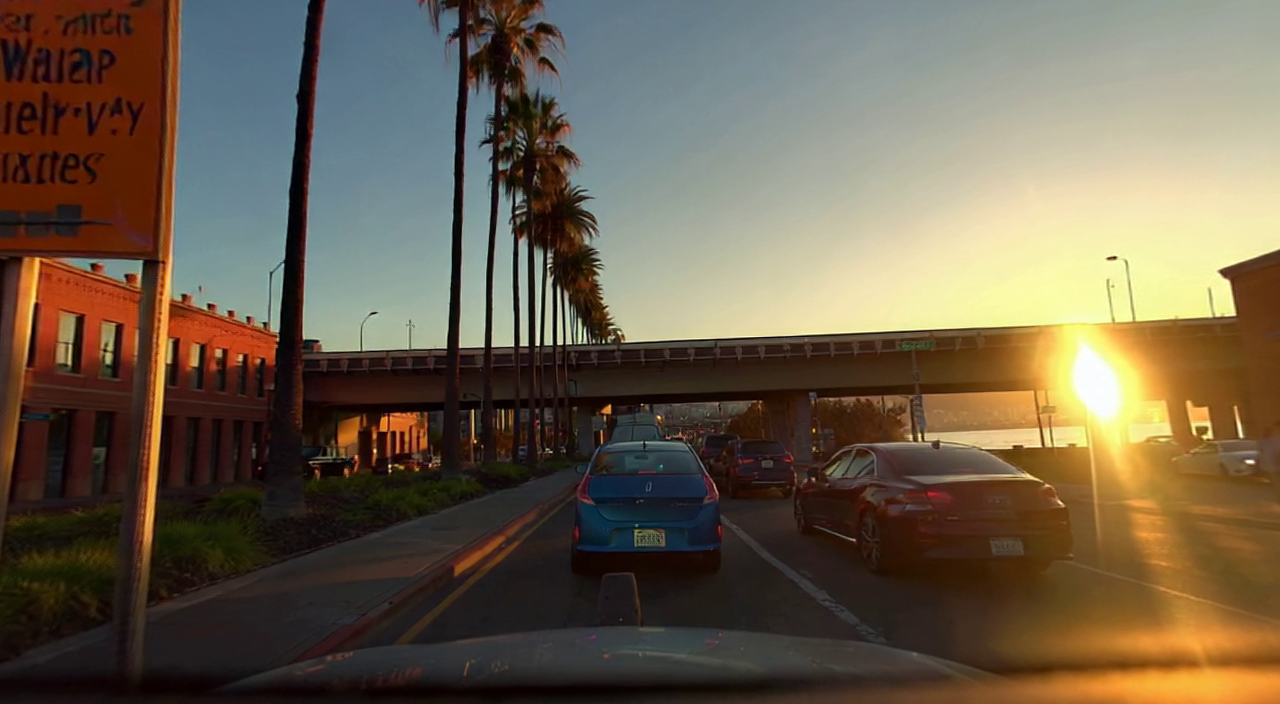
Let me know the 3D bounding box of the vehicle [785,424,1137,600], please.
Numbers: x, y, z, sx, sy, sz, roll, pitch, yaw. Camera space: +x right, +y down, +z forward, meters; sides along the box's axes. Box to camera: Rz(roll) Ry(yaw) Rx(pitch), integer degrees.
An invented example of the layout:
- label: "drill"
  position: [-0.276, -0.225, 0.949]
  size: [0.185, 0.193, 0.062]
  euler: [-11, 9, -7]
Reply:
- label: "vehicle"
  position: [3.285, 1.714, 7.709]
  size: [1.920, 1.490, 4.417]
  euler: [0, -9, -1]

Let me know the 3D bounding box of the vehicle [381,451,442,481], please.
- label: "vehicle"
  position: [-14.945, 7.478, 41.682]
  size: [2.104, 1.802, 4.852]
  euler: [0, -9, 1]

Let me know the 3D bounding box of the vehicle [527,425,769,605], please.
- label: "vehicle"
  position: [0.064, 1.661, 7.255]
  size: [2.048, 1.503, 3.681]
  euler: [0, -9, 0]
